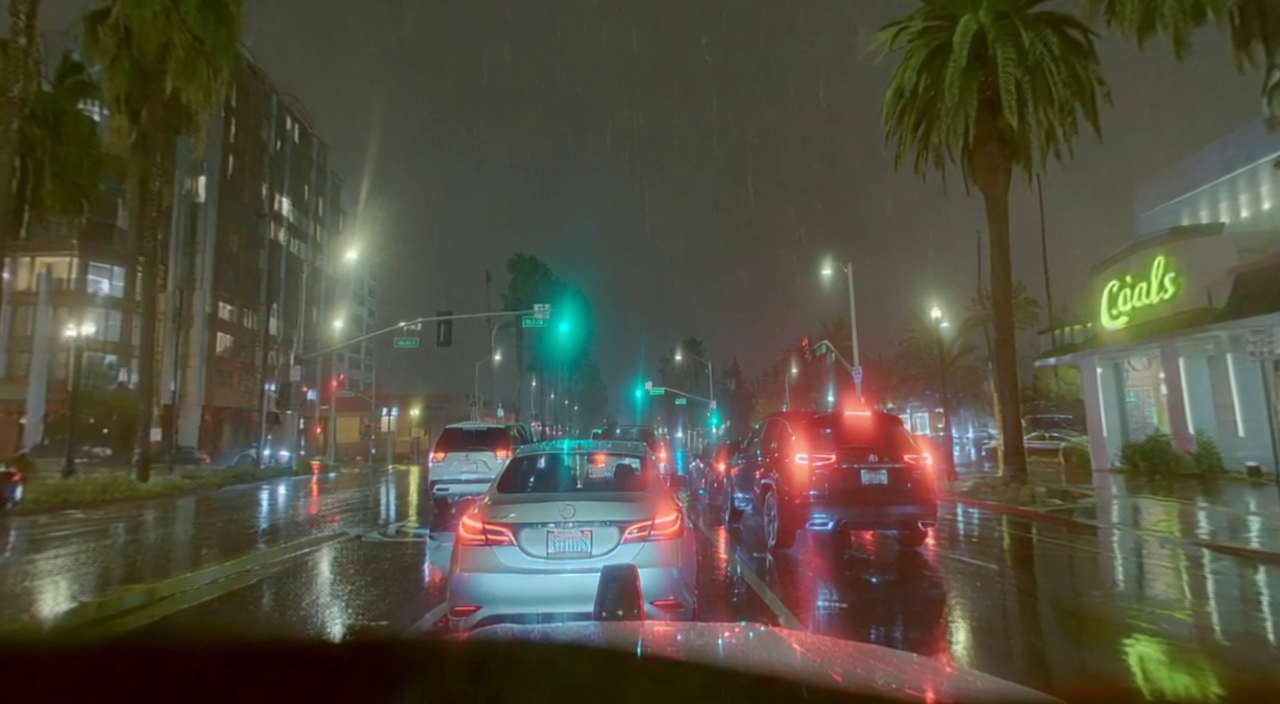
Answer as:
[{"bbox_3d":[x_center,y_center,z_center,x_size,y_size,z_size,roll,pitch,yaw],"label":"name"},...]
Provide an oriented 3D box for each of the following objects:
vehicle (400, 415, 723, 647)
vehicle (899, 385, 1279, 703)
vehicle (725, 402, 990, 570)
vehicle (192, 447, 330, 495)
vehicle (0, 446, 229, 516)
[{"bbox_3d":[-0.520,1.475,6.225,2.096,1.492,4.071,0,-9,0],"label":"vehicle"},{"bbox_3d":[2.619,0.809,1.470,2.085,1.469,4.458,0,-9,-1],"label":"vehicle"},{"bbox_3d":[2.640,1.767,9.060,2.096,1.775,4.440,0,-9,-2],"label":"vehicle"},{"bbox_3d":[-12.863,4.023,21.869,1.856,1.455,4.700,0,-9,0],"label":"vehicle"},{"bbox_3d":[-12.864,3.136,15.970,1.870,1.475,4.531,0,-9,0],"label":"vehicle"}]
